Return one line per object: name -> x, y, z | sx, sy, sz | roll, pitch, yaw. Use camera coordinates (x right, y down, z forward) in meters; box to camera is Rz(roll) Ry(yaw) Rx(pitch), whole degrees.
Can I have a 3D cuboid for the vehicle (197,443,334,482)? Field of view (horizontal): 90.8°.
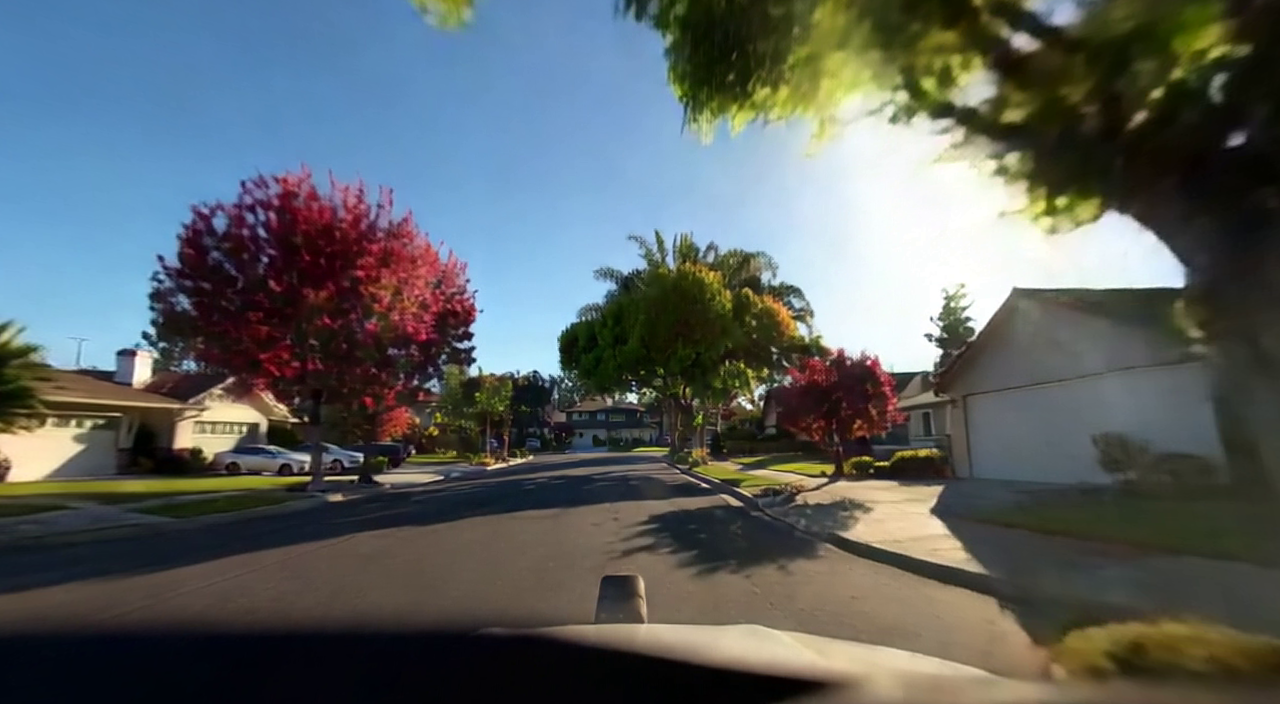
vehicle -> -15.491, 4.585, 26.346 | 4.358, 1.516, 2.077 | 0, -8, -3
